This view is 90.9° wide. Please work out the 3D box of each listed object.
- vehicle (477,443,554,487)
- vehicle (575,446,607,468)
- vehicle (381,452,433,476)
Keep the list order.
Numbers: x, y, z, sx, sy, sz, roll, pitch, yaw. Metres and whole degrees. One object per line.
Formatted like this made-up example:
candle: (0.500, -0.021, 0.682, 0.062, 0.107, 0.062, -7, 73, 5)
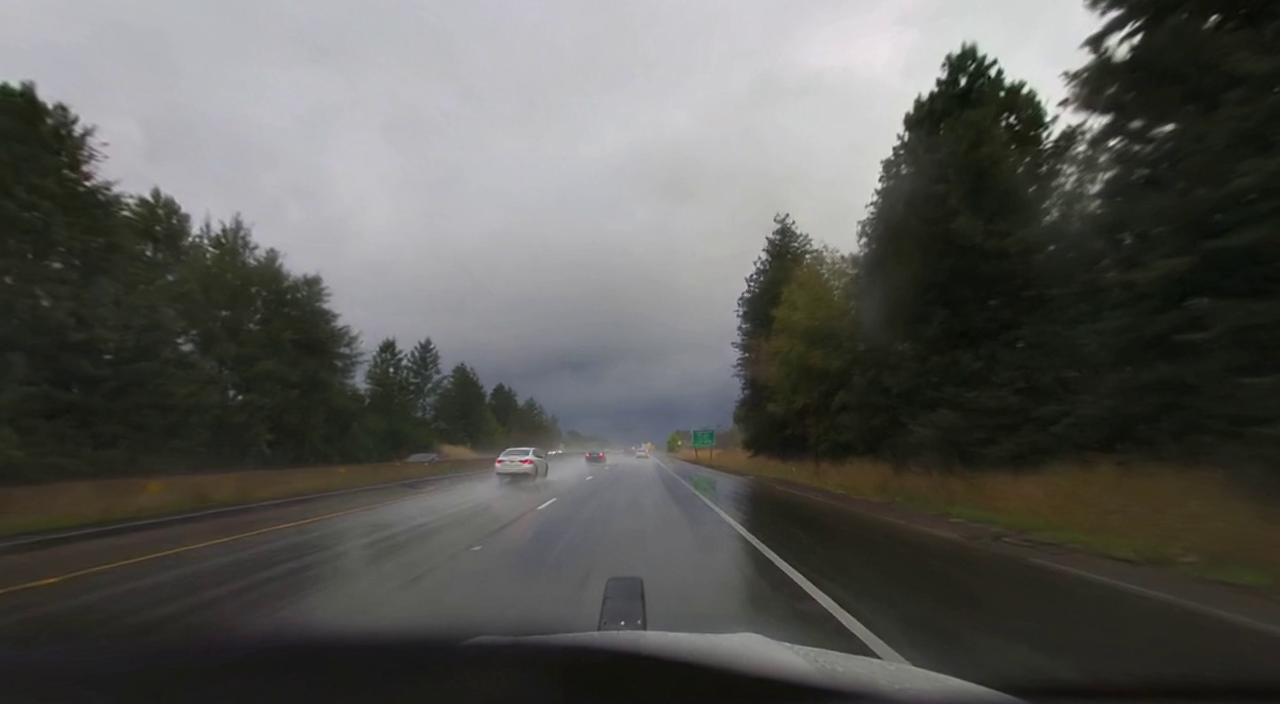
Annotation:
vehicle: (-4.604, 4.242, 24.012, 1.975, 1.501, 4.603, 0, -9, 0)
vehicle: (-3.454, 7.532, 45.150, 2.005, 1.474, 3.921, 0, -9, 0)
vehicle: (-14.184, 6.809, 38.516, 1.763, 1.418, 3.685, 0, -9, 0)
